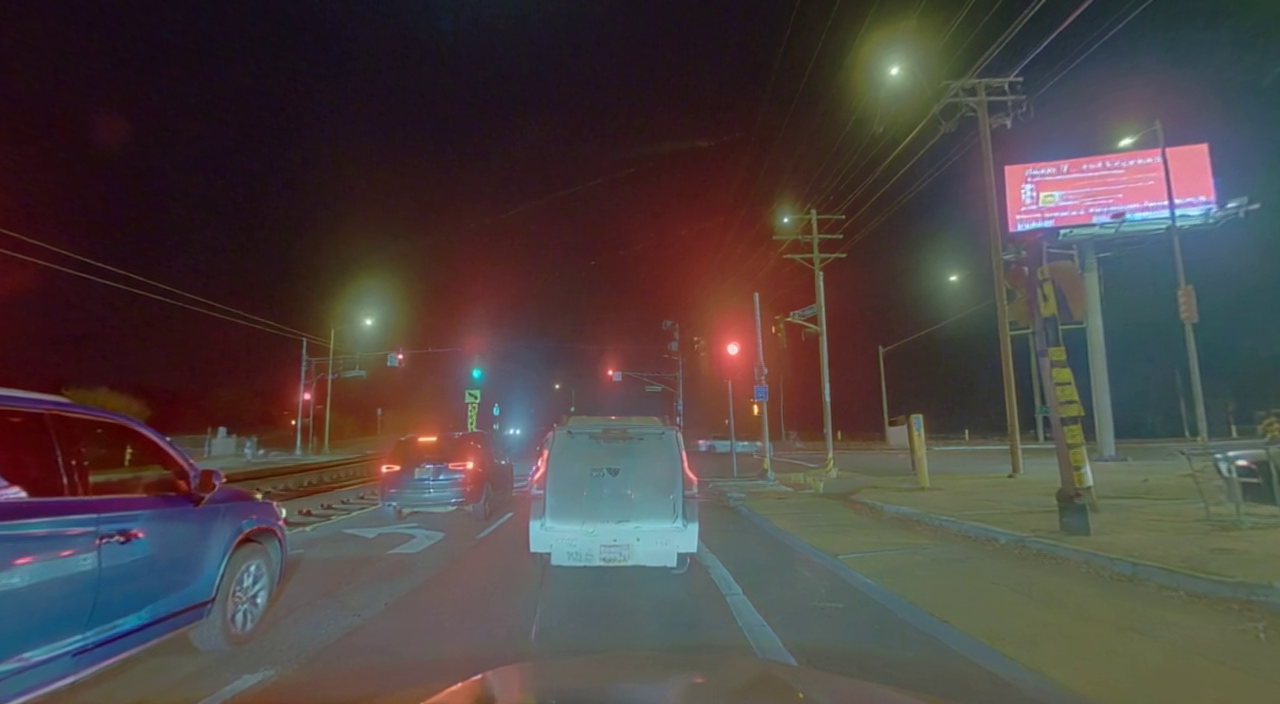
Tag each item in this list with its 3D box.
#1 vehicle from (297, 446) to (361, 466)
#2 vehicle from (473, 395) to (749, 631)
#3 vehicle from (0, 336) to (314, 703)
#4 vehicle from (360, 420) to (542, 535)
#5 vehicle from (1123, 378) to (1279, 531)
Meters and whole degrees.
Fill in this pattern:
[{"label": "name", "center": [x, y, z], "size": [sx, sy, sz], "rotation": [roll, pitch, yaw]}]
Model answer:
[{"label": "vehicle", "center": [-24.189, 8.058, 49.077], "size": [4.357, 1.444, 1.842], "rotation": [-3, -9, 19]}, {"label": "vehicle", "center": [-0.218, 1.459, 6.553], "size": [2.025, 1.723, 3.644], "rotation": [0, -9, 0]}, {"label": "vehicle", "center": [-3.930, 0.863, 2.986], "size": [2.052, 1.814, 5.184], "rotation": [0, -9, -1]}, {"label": "vehicle", "center": [-3.134, 2.193, 11.586], "size": [1.988, 1.678, 4.317], "rotation": [0, -9, 0]}, {"label": "vehicle", "center": [9.599, 1.309, 8.194], "size": [5.060, 1.702, 2.033], "rotation": [1, -9, -4]}]
